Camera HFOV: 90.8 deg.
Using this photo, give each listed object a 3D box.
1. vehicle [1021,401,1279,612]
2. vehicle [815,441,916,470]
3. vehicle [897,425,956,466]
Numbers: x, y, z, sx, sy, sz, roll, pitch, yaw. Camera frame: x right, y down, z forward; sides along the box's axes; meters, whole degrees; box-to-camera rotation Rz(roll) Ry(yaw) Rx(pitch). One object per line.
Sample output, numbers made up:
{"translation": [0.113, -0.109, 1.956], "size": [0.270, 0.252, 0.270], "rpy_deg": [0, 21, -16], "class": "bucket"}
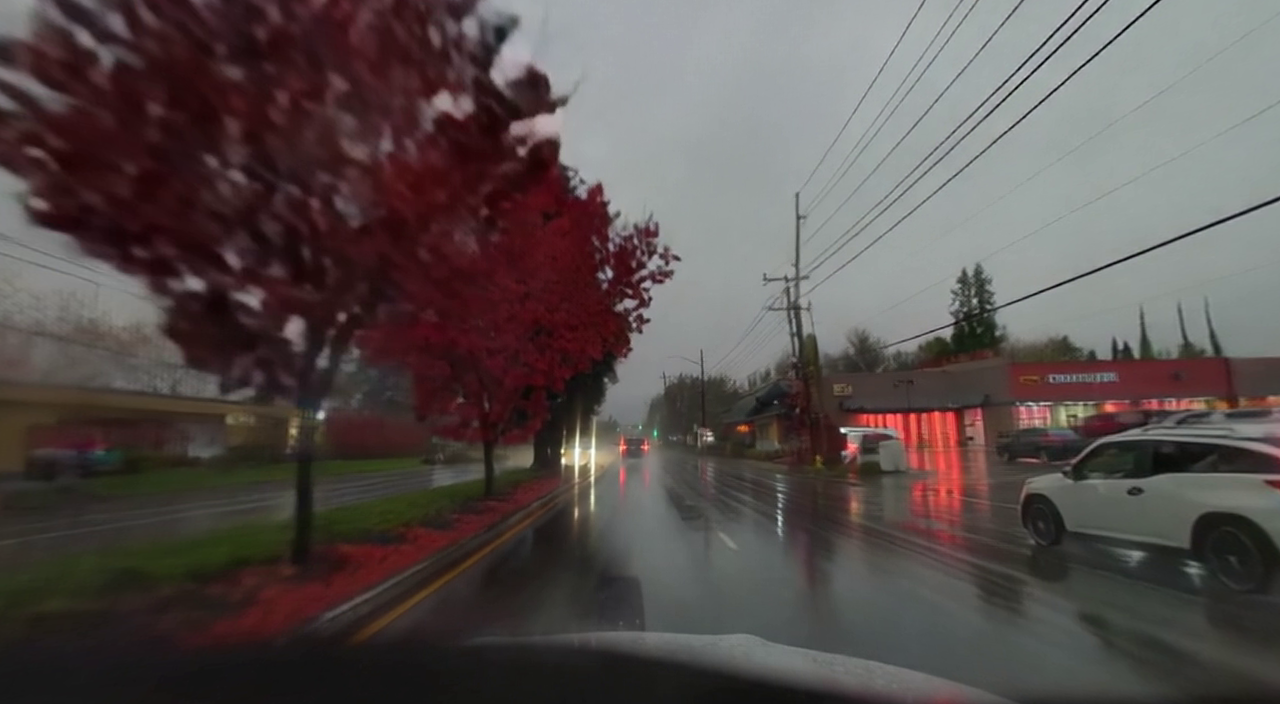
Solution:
{"translation": [6.206, 1.427, 6.280], "size": [1.995, 1.705, 4.434], "rpy_deg": [0, -9, -1], "class": "vehicle"}
{"translation": [14.534, 6.646, 40.826], "size": [5.733, 1.610, 2.253], "rpy_deg": [0, -8, -11], "class": "vehicle"}
{"translation": [19.133, 6.220, 42.198], "size": [2.918, 2.614, 1.930], "rpy_deg": [3, -9, -18], "class": "vehicle"}
